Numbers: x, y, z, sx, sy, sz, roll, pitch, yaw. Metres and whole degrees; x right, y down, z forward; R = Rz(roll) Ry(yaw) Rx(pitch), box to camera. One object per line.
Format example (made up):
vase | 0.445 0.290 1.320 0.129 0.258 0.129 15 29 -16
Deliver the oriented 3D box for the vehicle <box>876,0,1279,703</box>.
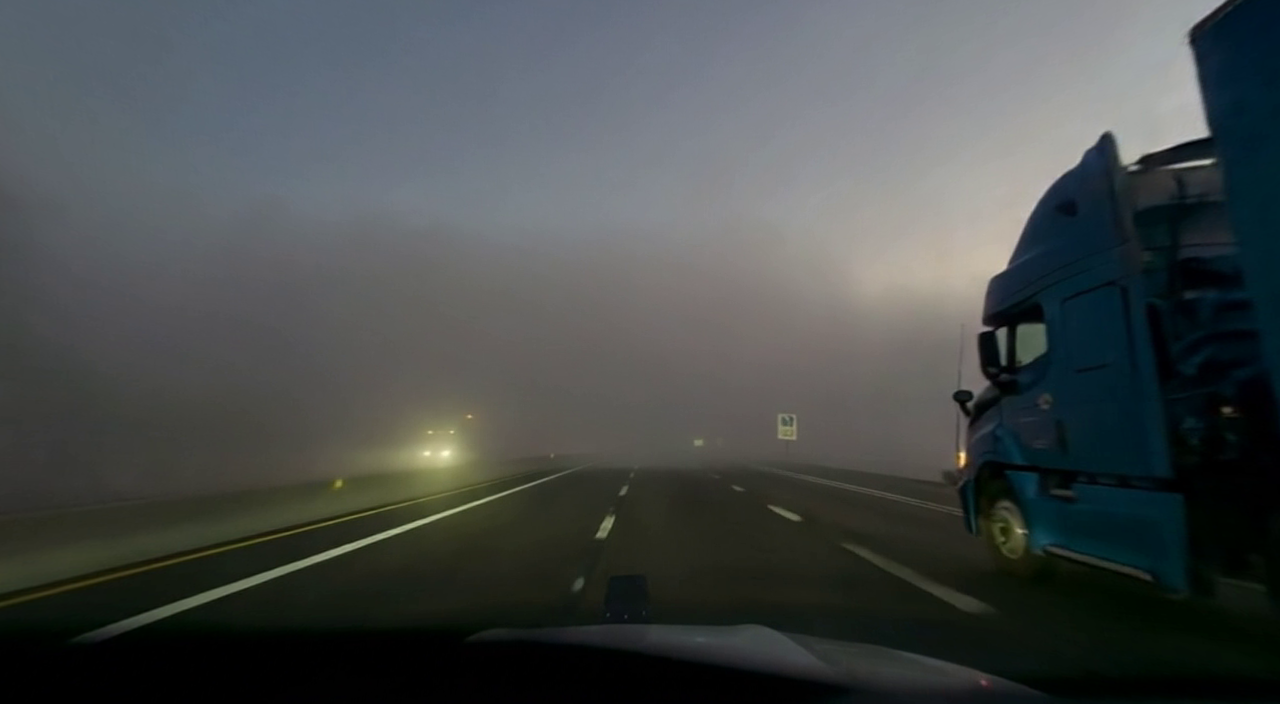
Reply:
vehicle | 4.812 0.140 4.915 3.107 4.307 7.088 0 -8 0
